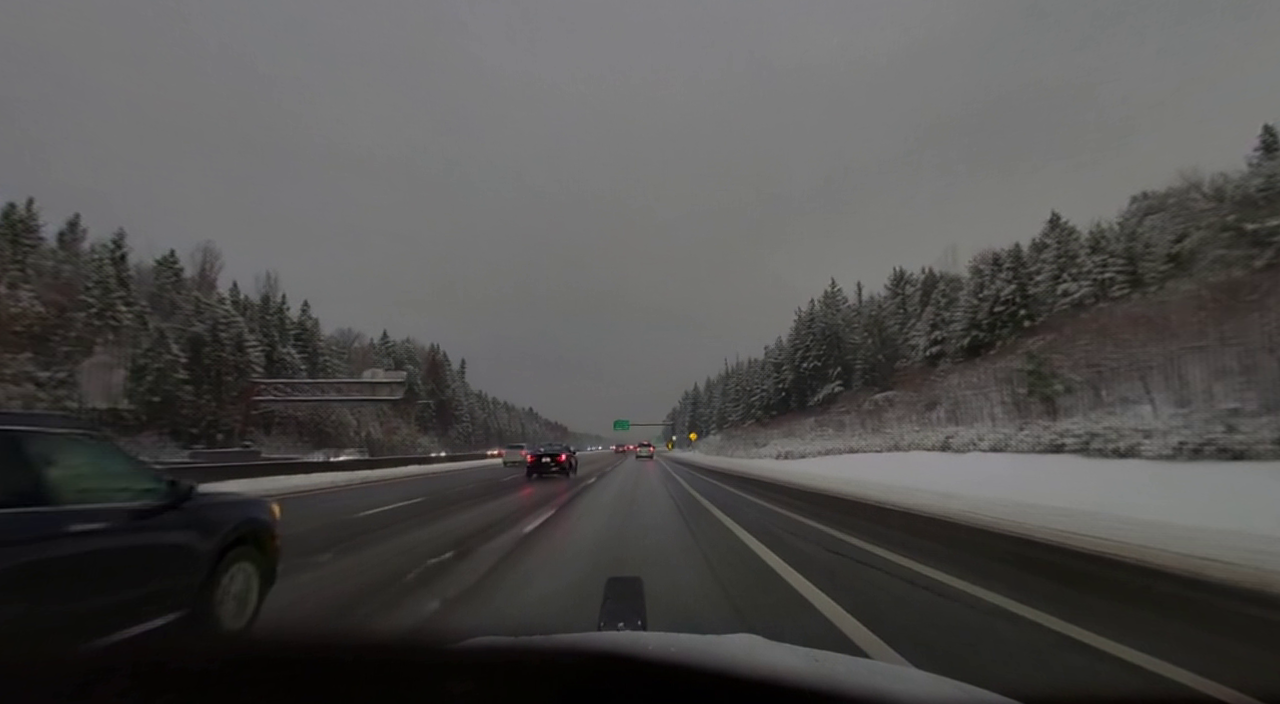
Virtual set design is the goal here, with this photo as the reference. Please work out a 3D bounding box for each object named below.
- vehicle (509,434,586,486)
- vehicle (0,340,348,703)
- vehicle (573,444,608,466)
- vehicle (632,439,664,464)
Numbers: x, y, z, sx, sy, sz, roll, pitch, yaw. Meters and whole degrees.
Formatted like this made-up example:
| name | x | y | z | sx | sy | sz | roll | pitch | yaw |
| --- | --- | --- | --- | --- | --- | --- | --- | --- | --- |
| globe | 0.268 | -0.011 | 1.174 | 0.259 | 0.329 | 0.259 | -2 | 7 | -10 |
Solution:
| name | x | y | z | sx | sy | sz | roll | pitch | yaw |
| --- | --- | --- | --- | --- | --- | --- | --- | --- | --- |
| vehicle | -3.164 | 3.801 | 22.441 | 2.056 | 1.679 | 4.204 | 0 | -8 | 1 |
| vehicle | -3.501 | 0.828 | 2.632 | 2.040 | 1.672 | 5.122 | 0 | -8 | 1 |
| vehicle | -3.336 | 6.981 | 42.815 | 2.055 | 1.431 | 3.921 | 0 | -8 | 0 |
| vehicle | 0.570 | 7.421 | 46.987 | 2.285 | 1.797 | 4.478 | 0 | -8 | 0 |
